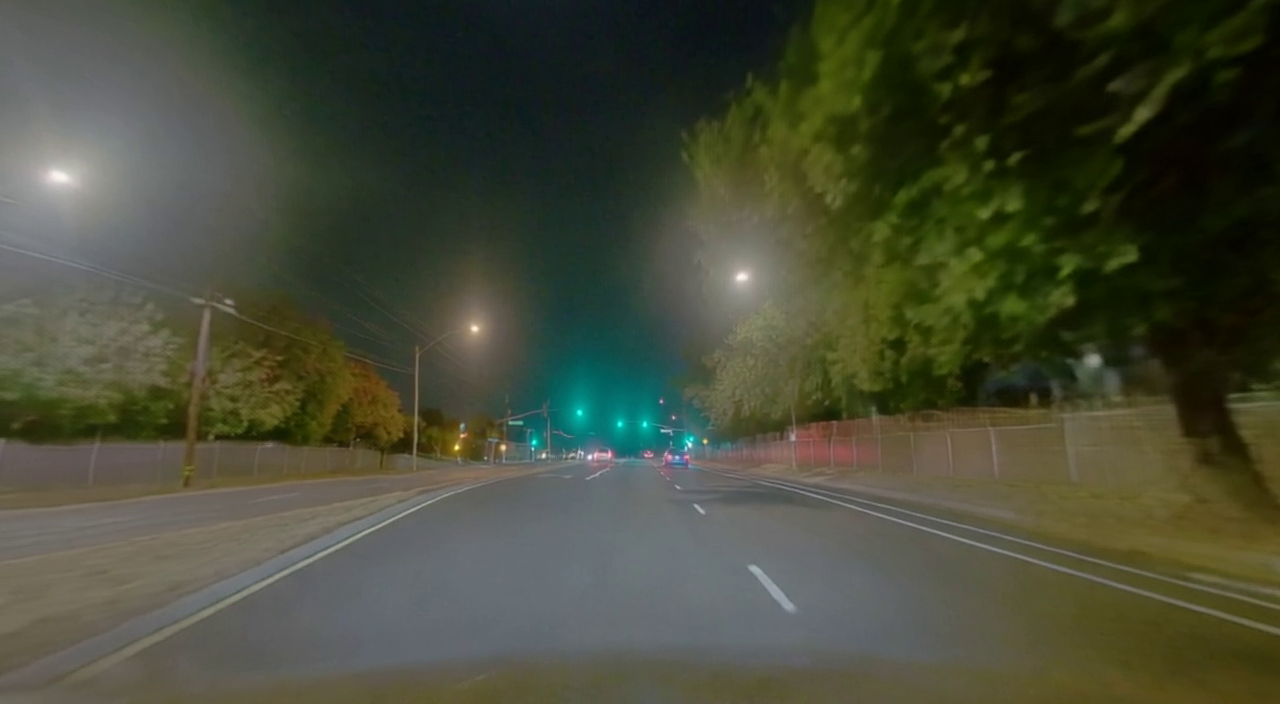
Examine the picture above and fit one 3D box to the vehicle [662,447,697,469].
[{"bbox_3d":[2.673,7.336,43.733,2.105,1.490,4.008,0,-9,-1],"label":"vehicle"}]
